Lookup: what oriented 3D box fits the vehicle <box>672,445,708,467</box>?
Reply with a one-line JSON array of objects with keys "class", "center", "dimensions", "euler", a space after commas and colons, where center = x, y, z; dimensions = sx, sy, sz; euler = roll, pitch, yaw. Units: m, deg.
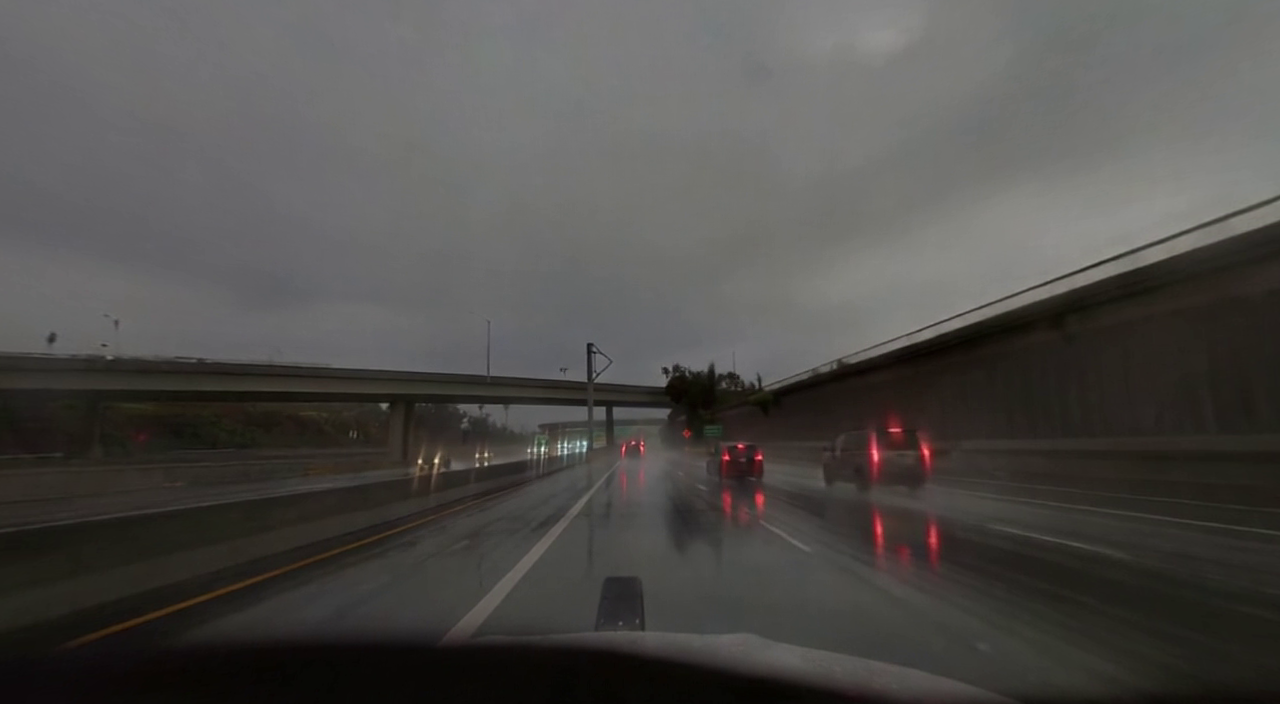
[{"class": "vehicle", "center": [3.403, 7.240, 44.084], "dimensions": [1.967, 1.423, 4.503], "euler": [0, -9, -2]}]

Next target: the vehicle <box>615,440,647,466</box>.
[{"class": "vehicle", "center": [-0.689, 7.418, 46.483], "dimensions": [2.256, 1.743, 4.189], "euler": [0, -9, -1]}]

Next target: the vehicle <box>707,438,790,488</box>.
[{"class": "vehicle", "center": [3.812, 3.984, 23.064], "dimensions": [2.005, 1.585, 4.863], "euler": [0, -9, -2]}]

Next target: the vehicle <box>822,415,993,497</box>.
[{"class": "vehicle", "center": [7.655, 3.084, 19.067], "dimensions": [2.448, 2.042, 5.959], "euler": [0, -9, -1]}]
